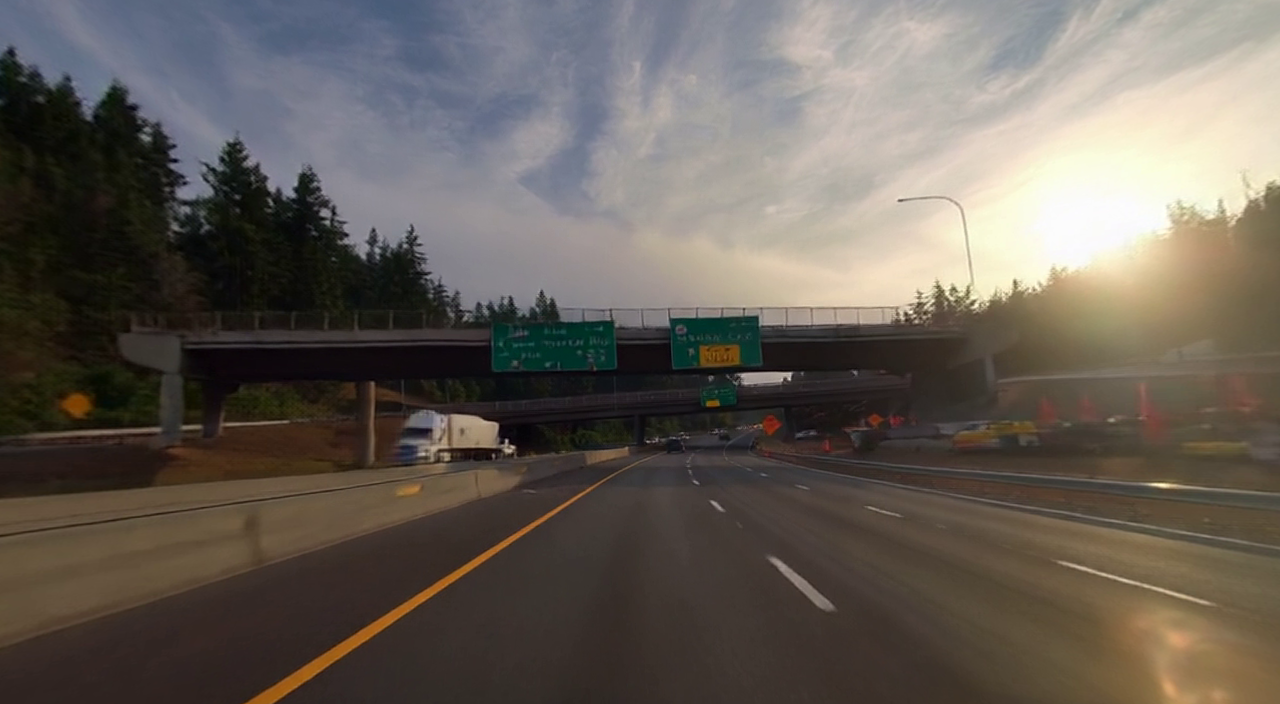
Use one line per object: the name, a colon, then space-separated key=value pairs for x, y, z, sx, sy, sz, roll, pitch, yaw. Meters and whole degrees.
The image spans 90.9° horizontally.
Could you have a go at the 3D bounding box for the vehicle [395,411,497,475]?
vehicle: x=-12.117 y=5.848 z=40.635 sx=3.010 sy=3.577 sz=9.124 roll=-1 pitch=-8 yaw=4
